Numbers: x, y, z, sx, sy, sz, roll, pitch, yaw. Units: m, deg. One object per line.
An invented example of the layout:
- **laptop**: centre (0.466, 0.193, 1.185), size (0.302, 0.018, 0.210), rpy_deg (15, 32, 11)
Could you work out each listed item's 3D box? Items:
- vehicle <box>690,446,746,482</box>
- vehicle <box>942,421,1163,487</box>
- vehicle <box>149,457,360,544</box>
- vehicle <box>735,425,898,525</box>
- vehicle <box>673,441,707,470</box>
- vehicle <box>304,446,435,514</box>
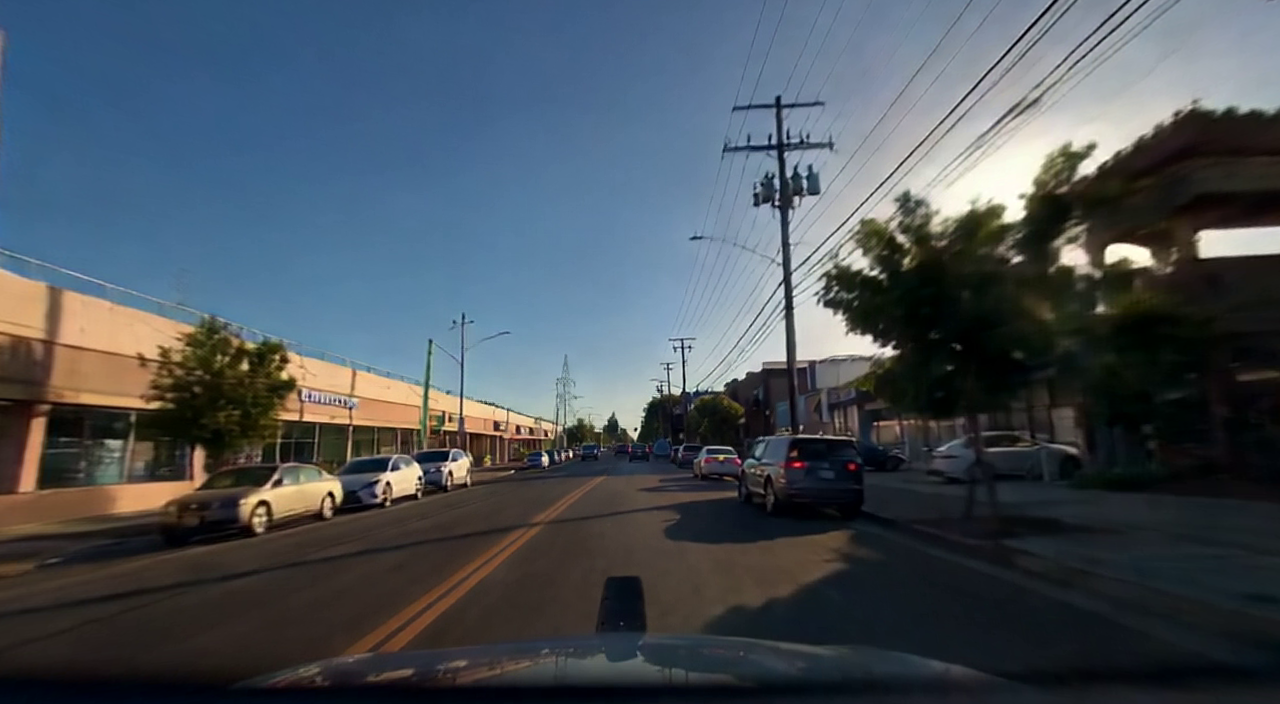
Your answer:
- **vehicle**: centre (3.464, 5.039, 28.739), size (1.866, 1.439, 4.482), rpy_deg (0, -9, -1)
- **vehicle**: centre (11.282, 2.830, 17.586), size (4.711, 1.587, 1.909), rpy_deg (-2, -8, 3)
- **vehicle**: centre (-8.648, 3.321, 14.862), size (2.022, 1.501, 4.860), rpy_deg (0, -7, -1)
- **vehicle**: centre (3.520, 2.566, 13.730), size (2.088, 1.765, 4.704), rpy_deg (0, -9, -1)
- **vehicle**: centre (3.336, 7.098, 43.276), size (2.025, 1.843, 4.883), rpy_deg (-1, -10, 1)
- **vehicle**: centre (-8.500, 4.006, 20.422), size (2.045, 1.820, 4.858), rpy_deg (0, -7, 0)
